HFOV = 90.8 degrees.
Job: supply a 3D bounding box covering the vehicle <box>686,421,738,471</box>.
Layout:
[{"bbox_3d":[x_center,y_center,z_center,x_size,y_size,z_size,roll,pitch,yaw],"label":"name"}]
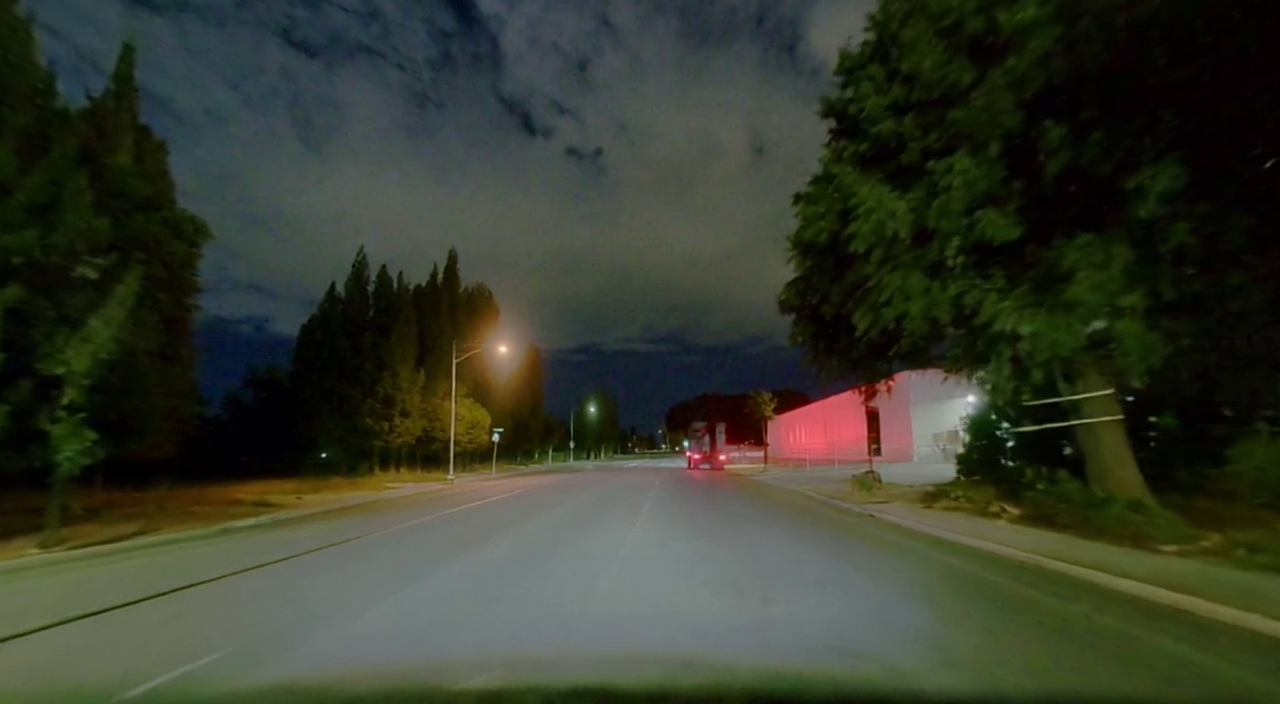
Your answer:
[{"bbox_3d":[4.977,6.677,44.900,3.019,3.303,6.252,0,-8,1],"label":"vehicle"}]
